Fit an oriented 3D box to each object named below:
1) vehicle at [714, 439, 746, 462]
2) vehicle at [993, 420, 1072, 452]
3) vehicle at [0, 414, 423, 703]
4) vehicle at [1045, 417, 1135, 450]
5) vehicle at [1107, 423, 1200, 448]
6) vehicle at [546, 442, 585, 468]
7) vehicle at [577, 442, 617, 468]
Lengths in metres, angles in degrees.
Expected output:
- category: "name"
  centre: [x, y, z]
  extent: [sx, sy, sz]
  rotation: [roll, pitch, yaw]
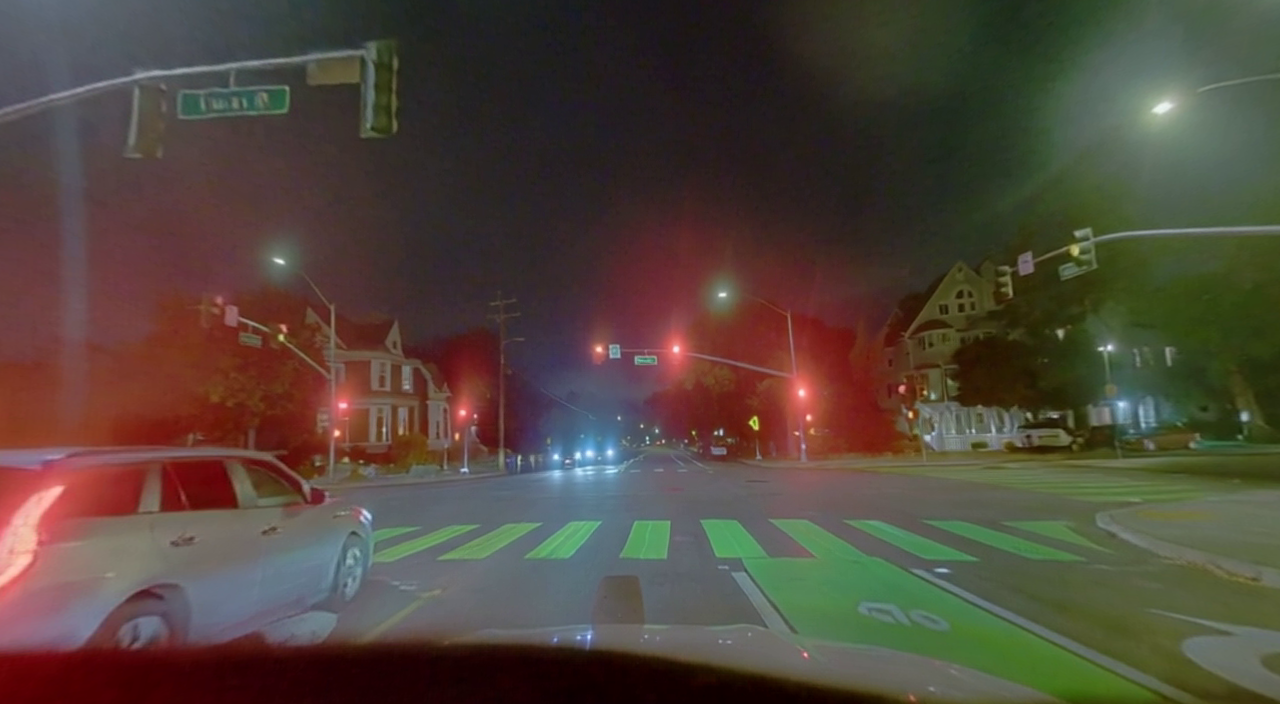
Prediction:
- category: "vehicle"
  centre: [6.613, 7.316, 46.723]
  extent: [1.891, 1.584, 3.802]
  rotation: [-1, -8, 2]
- category: "vehicle"
  centre: [23.529, 5.114, 37.932]
  extent: [1.964, 1.759, 4.583]
  rotation: [-1, -8, 3]
- category: "vehicle"
  centre: [-3.371, 1.296, 4.408]
  extent: [1.904, 1.489, 4.746]
  rotation: [-1, -8, 1]
- category: "vehicle"
  centre: [26.698, 4.931, 37.559]
  extent: [2.033, 1.821, 4.542]
  rotation: [-1, -8, 2]
- category: "vehicle"
  centre: [30.507, 5.018, 37.600]
  extent: [1.837, 1.396, 4.695]
  rotation: [-1, -8, 3]
- category: "vehicle"
  centre: [-5.187, 7.268, 44.539]
  extent: [1.982, 1.686, 4.195]
  rotation: [-1, -8, 4]
- category: "vehicle"
  centre: [-2.596, 6.363, 38.964]
  extent: [1.982, 1.472, 4.103]
  rotation: [-1, -8, 3]
